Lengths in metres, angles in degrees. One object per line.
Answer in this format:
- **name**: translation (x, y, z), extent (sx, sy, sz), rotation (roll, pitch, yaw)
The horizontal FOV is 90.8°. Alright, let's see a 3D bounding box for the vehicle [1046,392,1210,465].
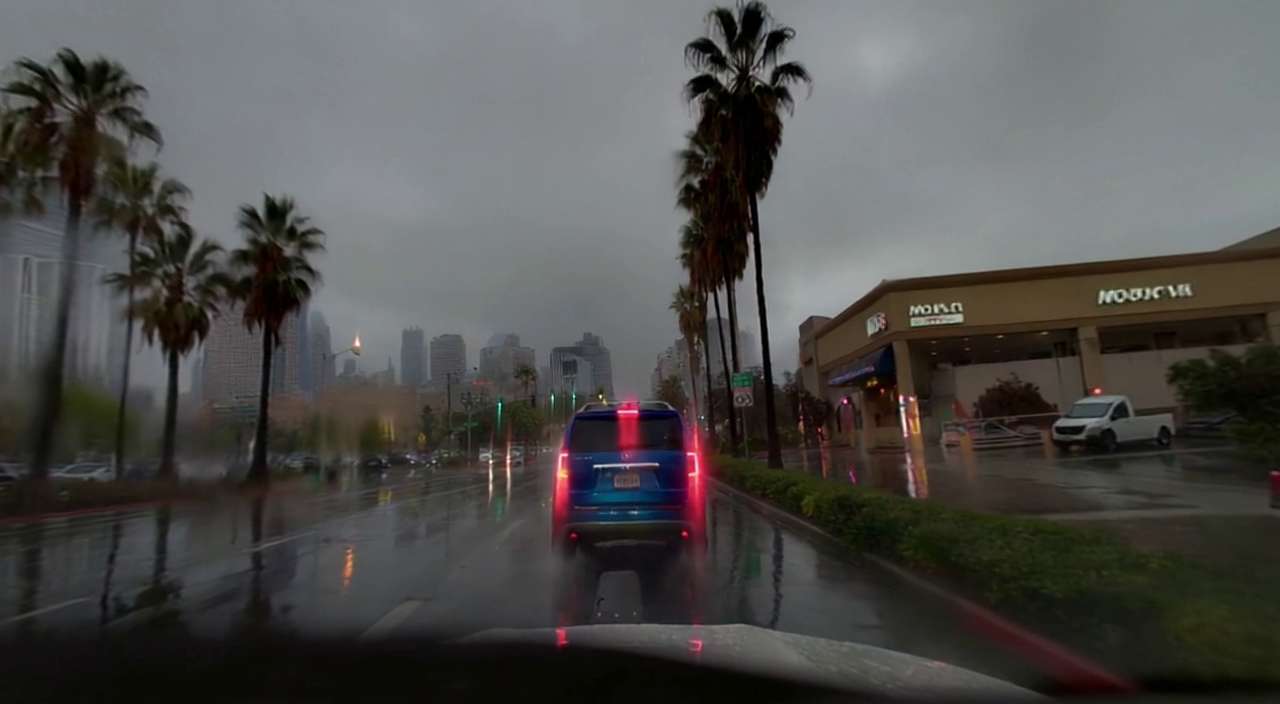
- **vehicle**: translation (16.096, 2.584, 20.718), extent (6.060, 2.047, 2.490), rotation (6, -11, -36)

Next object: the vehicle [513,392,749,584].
- **vehicle**: translation (-0.132, 1.581, 8.029), extent (2.234, 1.818, 3.869), rotation (0, -9, -1)

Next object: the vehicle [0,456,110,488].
- **vehicle**: translation (-28.408, 5.581, 29.512), extent (5.154, 1.343, 1.943), rotation (4, -9, -25)
